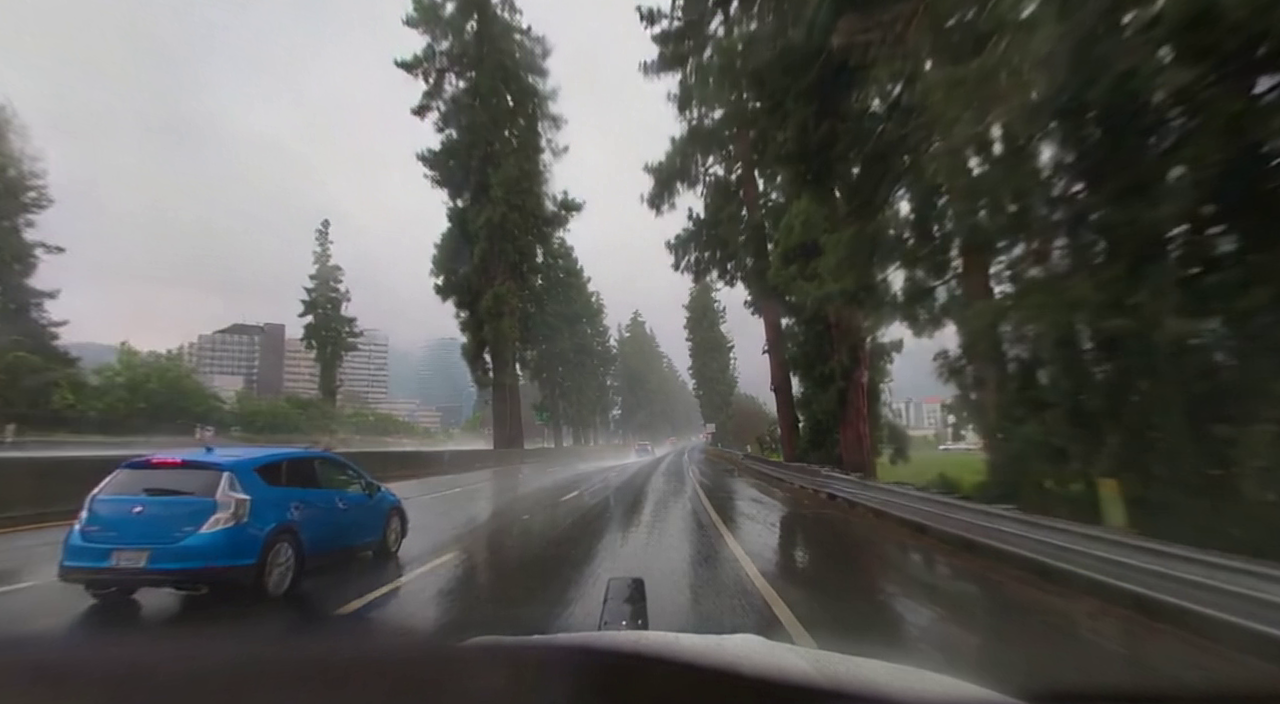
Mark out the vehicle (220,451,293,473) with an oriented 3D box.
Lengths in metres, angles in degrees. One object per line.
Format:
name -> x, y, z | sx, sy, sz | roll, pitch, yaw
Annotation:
vehicle -> -27.752, 7.940, 45.845 | 1.964, 1.444, 4.565 | -1, -8, 10

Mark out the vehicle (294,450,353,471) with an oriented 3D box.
vehicle -> -23.953, 8.221, 47.875 | 1.883, 1.426, 3.958 | -1, -8, 10
